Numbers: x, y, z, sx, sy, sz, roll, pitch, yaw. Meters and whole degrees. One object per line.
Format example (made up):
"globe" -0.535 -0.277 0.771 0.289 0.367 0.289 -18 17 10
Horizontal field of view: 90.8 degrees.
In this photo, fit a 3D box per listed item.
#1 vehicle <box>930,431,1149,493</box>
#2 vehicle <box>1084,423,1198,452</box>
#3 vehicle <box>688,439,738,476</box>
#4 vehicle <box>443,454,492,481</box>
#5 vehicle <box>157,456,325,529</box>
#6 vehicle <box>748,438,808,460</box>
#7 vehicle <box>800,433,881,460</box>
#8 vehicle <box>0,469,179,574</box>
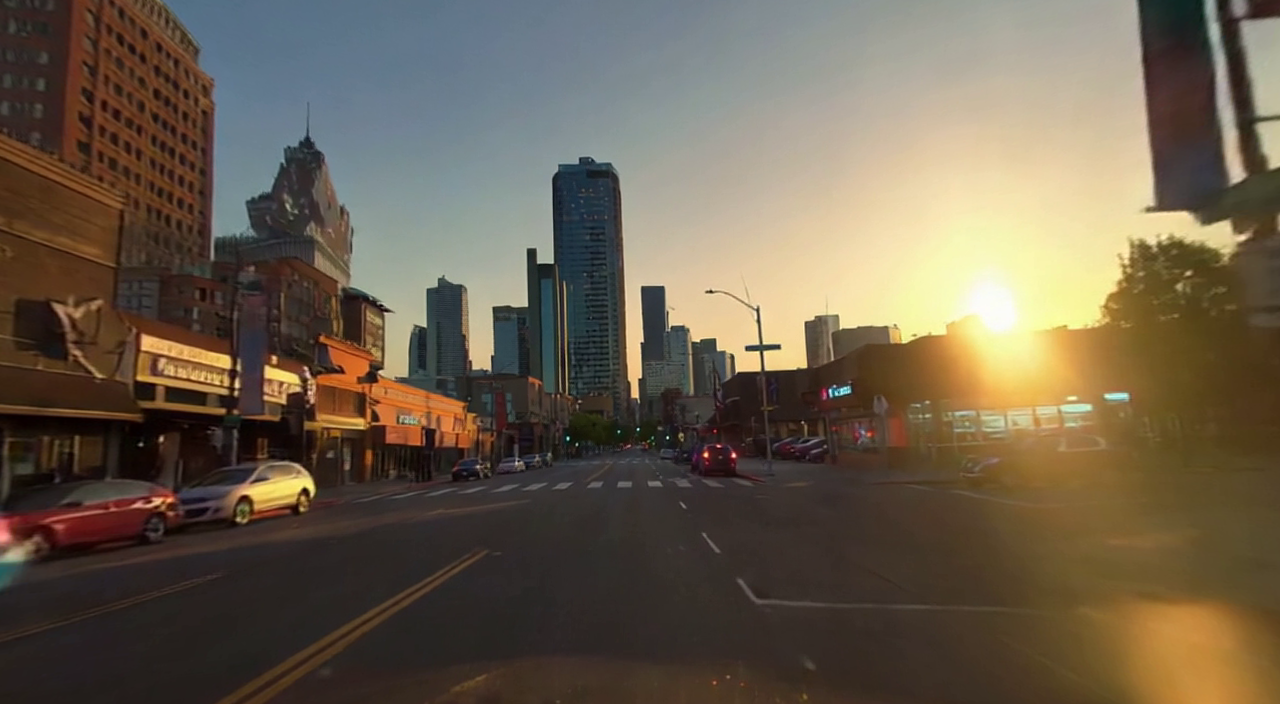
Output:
"vehicle" 10.679 2.945 17.140 4.611 1.494 1.982 0 -8 -4
"vehicle" 27.157 4.649 34.347 4.472 1.500 1.837 -1 -8 3
"vehicle" 3.706 5.434 32.892 2.118 1.779 5.121 -1 -8 2
"vehicle" -11.118 7.464 41.041 2.018 1.553 4.407 0 -8 -1
"vehicle" -11.008 3.848 17.864 1.943 1.713 4.153 -1 -8 2
"vehicle" 10.301 7.253 47.275 4.018 1.645 1.875 0 -8 -3
"vehicle" 13.457 6.346 42.572 4.732 1.746 2.141 0 -8 0
"vehicle" -11.075 3.197 12.346 1.586 1.397 3.473 -3 -5 0
